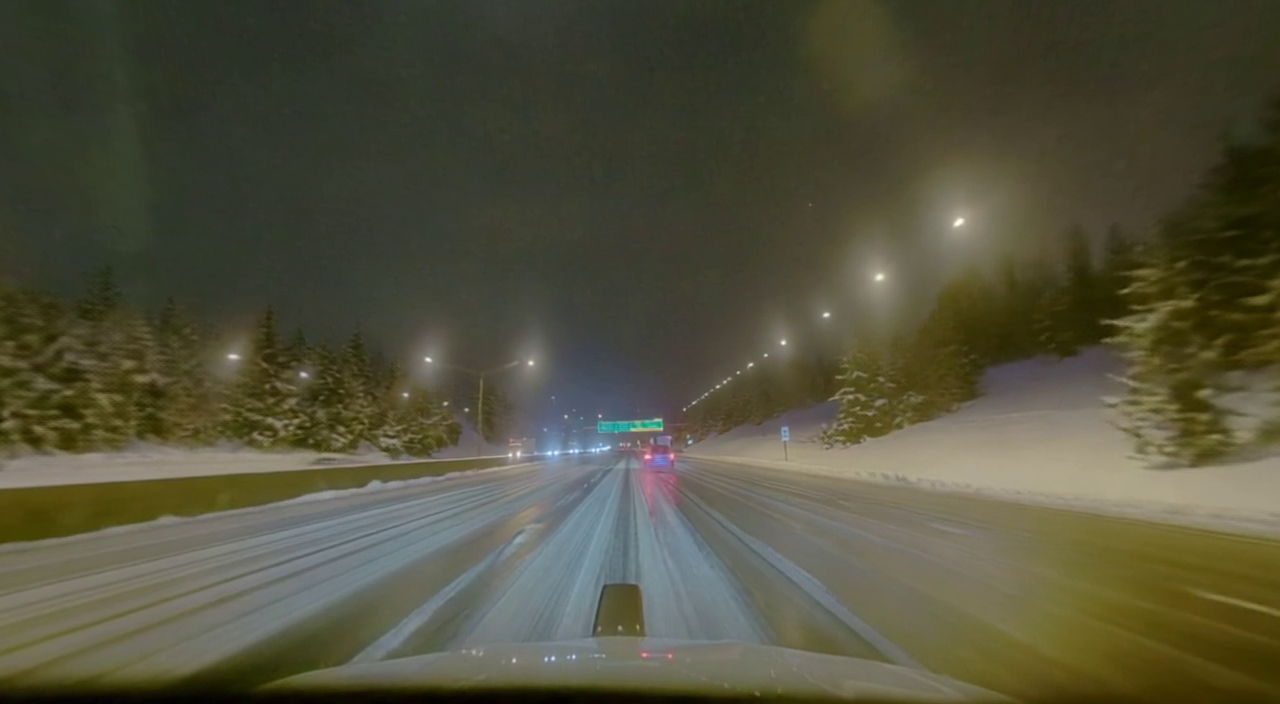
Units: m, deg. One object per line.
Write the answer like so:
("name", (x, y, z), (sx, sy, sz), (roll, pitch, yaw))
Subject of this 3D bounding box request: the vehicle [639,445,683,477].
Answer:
("vehicle", (1.012, 5.481, 31.813), (2.055, 1.501, 4.321), (0, -9, 1))

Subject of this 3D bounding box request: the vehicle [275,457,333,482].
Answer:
("vehicle", (-21.571, 7.525, 40.514), (1.713, 1.462, 3.527), (0, -9, 0))
